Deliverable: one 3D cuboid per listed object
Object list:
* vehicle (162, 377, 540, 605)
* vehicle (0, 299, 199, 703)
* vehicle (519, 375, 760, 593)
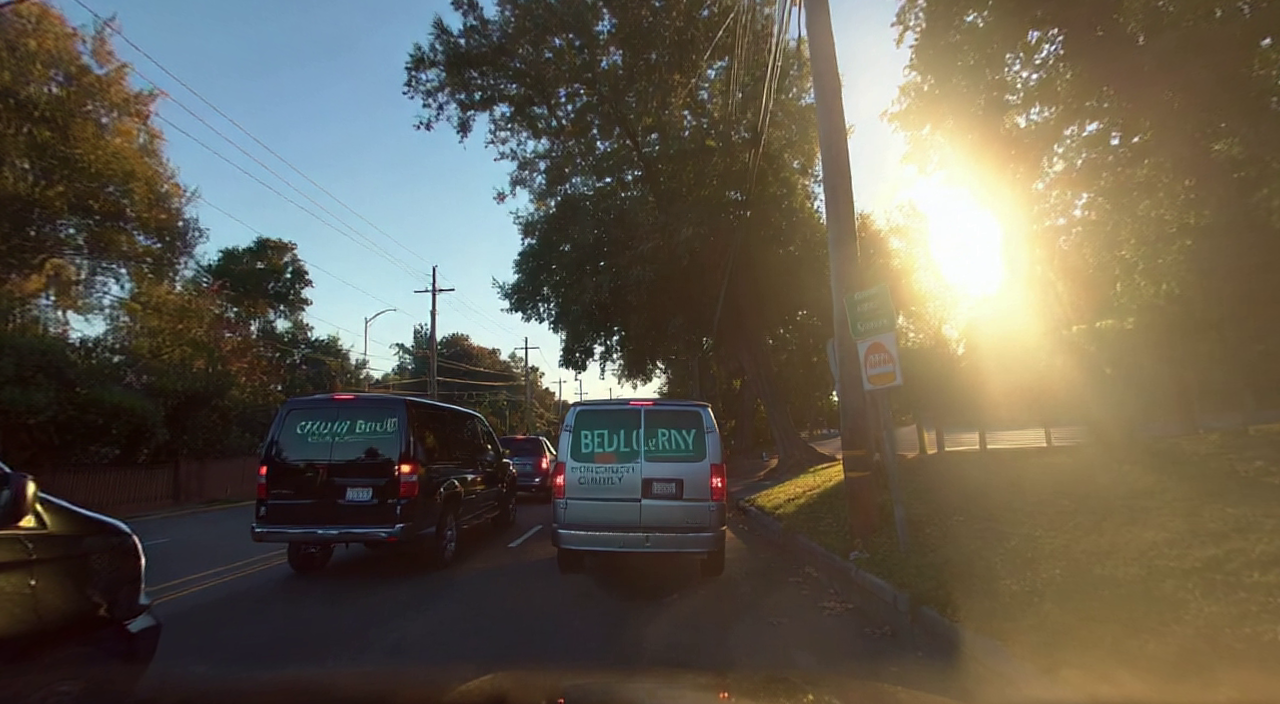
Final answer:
[{"bbox_3d":[-2.761,1.483,7.613,2.109,1.851,4.749,-1,-8,3],"label":"vehicle"},{"bbox_3d":[-3.106,0.492,0.240,2.160,1.796,4.997,0,-8,1],"label":"vehicle"},{"bbox_3d":[0.102,1.462,7.691,2.117,1.911,4.095,-1,-8,3],"label":"vehicle"}]
